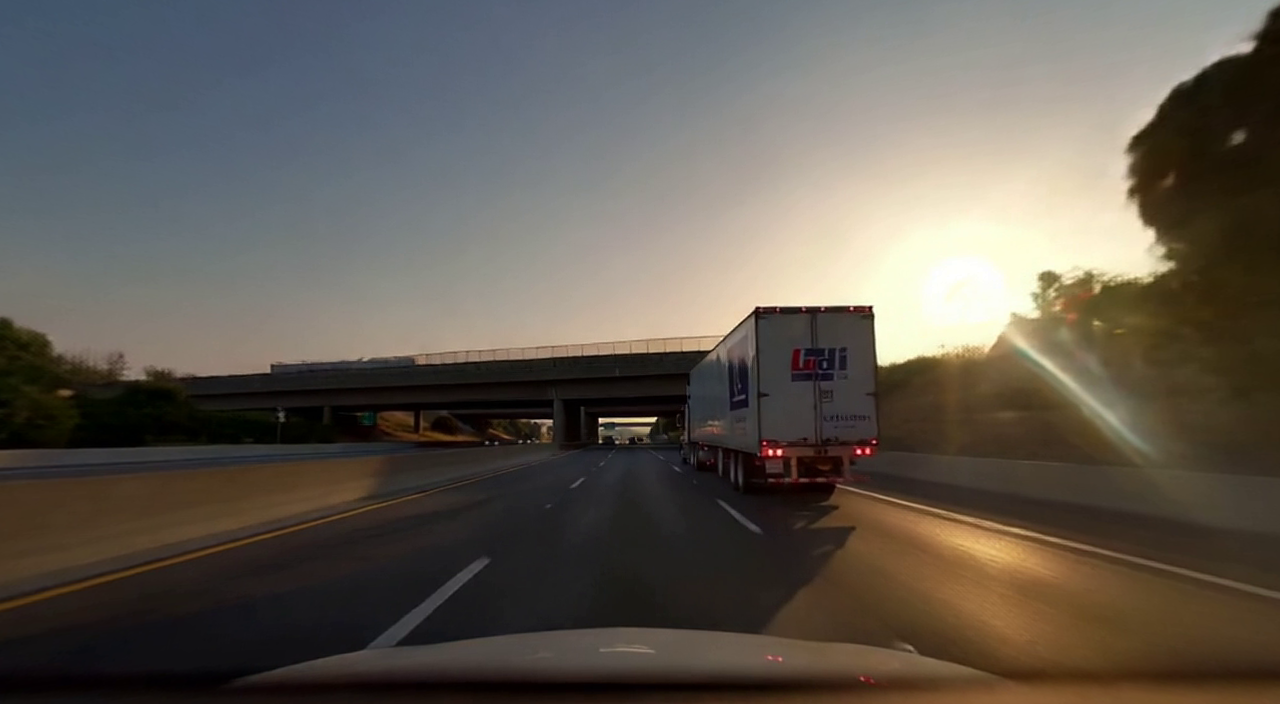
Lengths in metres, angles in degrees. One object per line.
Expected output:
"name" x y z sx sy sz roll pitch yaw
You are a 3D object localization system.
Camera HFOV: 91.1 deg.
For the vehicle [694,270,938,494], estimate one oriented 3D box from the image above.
"vehicle" 3.869 1.498 19.046 3.034 4.194 14.704 0 -8 0
